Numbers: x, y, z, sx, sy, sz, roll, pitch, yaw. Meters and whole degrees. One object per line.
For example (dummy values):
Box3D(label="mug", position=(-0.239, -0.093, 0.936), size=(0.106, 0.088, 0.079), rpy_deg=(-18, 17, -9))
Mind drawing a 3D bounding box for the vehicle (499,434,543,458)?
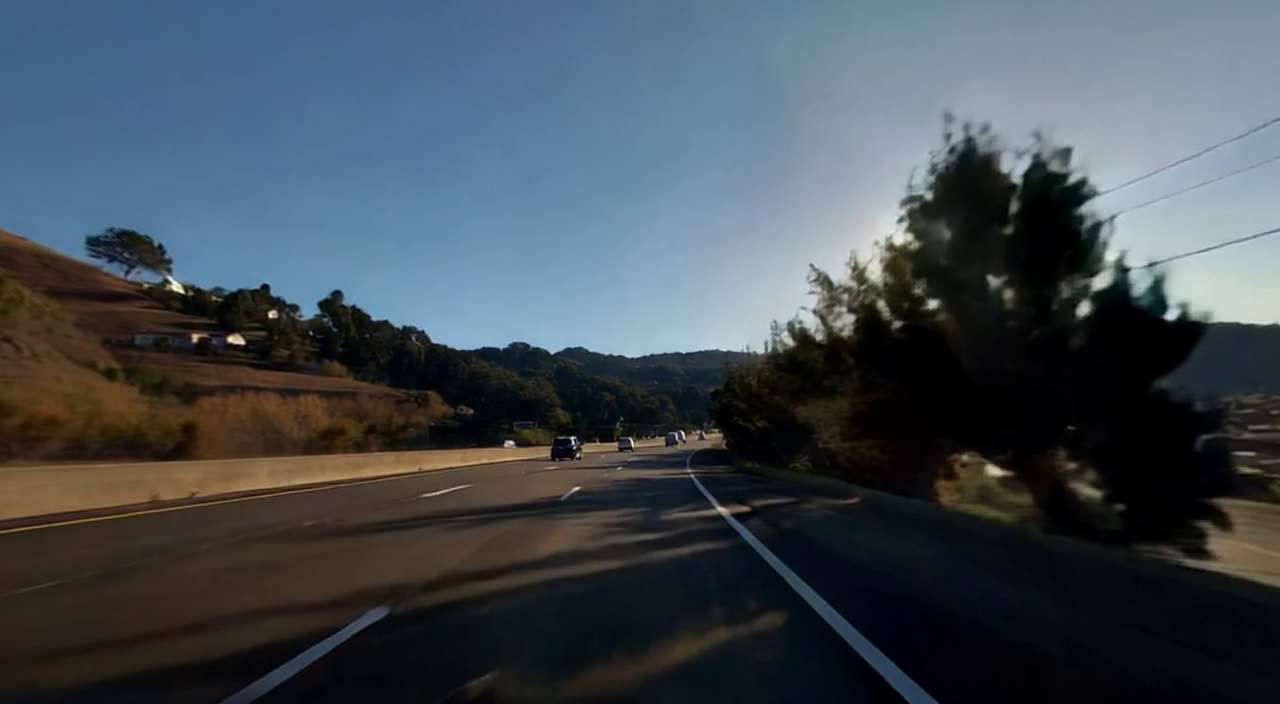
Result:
Box3D(label="vehicle", position=(-8.826, 7.021, 46.912), size=(2.063, 1.743, 4.392), rpy_deg=(-1, -8, 6))

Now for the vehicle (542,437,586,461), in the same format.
Box3D(label="vehicle", position=(-5.129, 6.623, 42.917), size=(2.010, 1.489, 4.456), rpy_deg=(-1, -8, 5))
